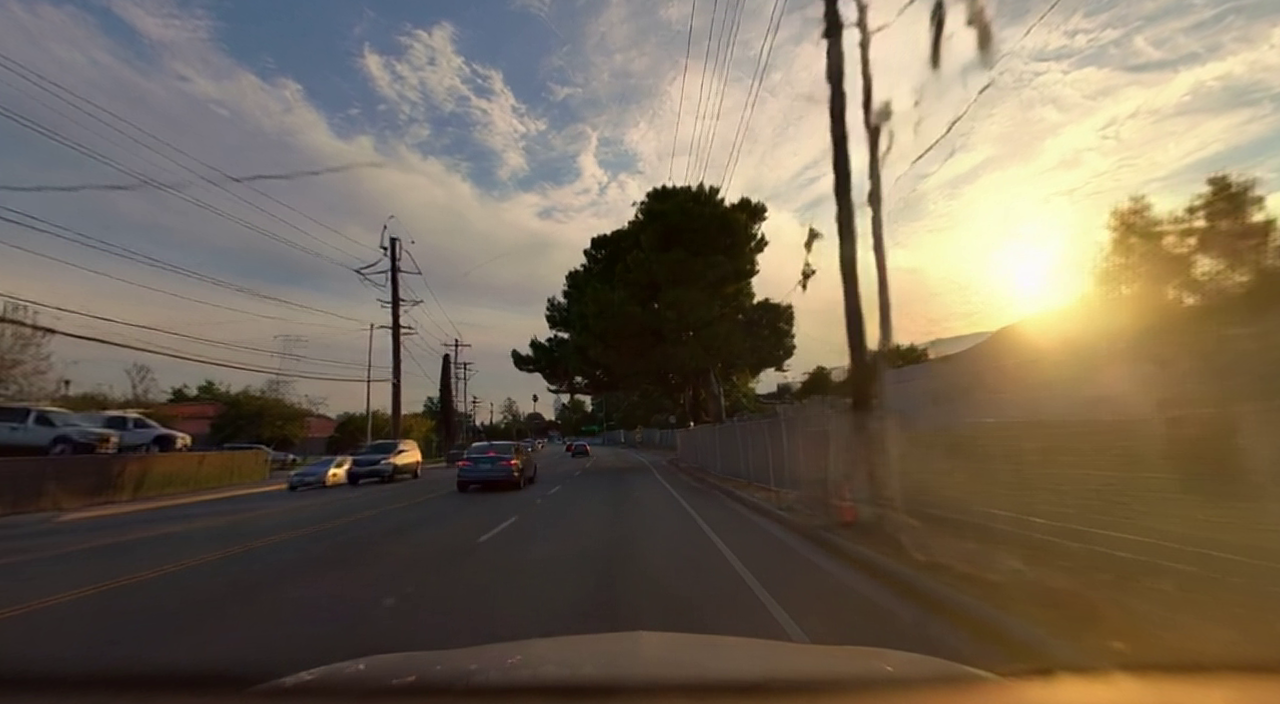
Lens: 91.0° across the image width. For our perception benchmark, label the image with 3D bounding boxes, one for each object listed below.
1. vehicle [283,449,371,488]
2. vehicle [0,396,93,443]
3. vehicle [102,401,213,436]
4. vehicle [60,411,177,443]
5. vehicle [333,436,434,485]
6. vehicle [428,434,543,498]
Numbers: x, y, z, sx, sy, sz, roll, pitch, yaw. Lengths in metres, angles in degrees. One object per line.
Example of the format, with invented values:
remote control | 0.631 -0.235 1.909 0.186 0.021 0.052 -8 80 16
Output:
vehicle | -14.637 5.427 29.748 2.081 1.515 4.307 -3 -8 -2
vehicle | -24.873 2.656 24.714 4.635 1.737 2.146 1 -8 -4
vehicle | -24.584 3.427 32.198 3.949 1.754 2.074 0 -7 0
vehicle | -24.967 3.620 30.274 3.898 1.463 1.839 1 -8 -2
vehicle | -10.633 4.520 26.570 2.206 1.845 4.917 1 -8 -1
vehicle | -4.022 3.046 17.273 2.020 1.489 4.469 0 -8 0
